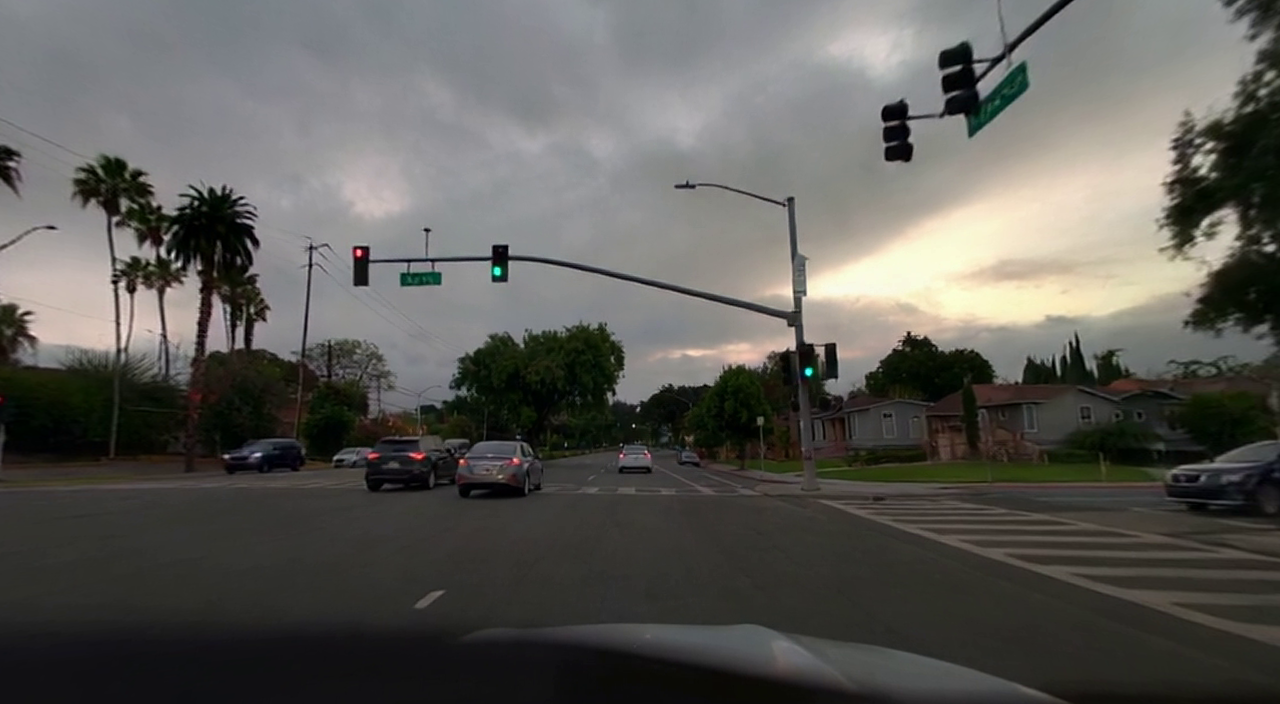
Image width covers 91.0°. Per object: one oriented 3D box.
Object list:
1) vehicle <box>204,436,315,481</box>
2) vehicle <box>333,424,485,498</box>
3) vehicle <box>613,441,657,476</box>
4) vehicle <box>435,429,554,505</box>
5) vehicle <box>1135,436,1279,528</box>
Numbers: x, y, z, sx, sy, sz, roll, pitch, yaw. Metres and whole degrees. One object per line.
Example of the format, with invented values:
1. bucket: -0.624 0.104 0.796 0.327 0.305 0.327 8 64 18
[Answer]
1. vehicle: -17.821 4.995 29.893 2.021 1.917 5.144 0 -9 0
2. vehicle: -7.219 3.499 20.711 2.457 2.010 6.330 0 -9 1
3. vehicle: -0.291 5.841 34.695 2.280 1.803 4.240 0 -9 -1
4. vehicle: -3.826 3.120 17.469 2.116 1.806 4.516 0 -9 1
5. vehicle: 12.224 2.319 11.471 4.649 1.496 2.061 0 -9 0
